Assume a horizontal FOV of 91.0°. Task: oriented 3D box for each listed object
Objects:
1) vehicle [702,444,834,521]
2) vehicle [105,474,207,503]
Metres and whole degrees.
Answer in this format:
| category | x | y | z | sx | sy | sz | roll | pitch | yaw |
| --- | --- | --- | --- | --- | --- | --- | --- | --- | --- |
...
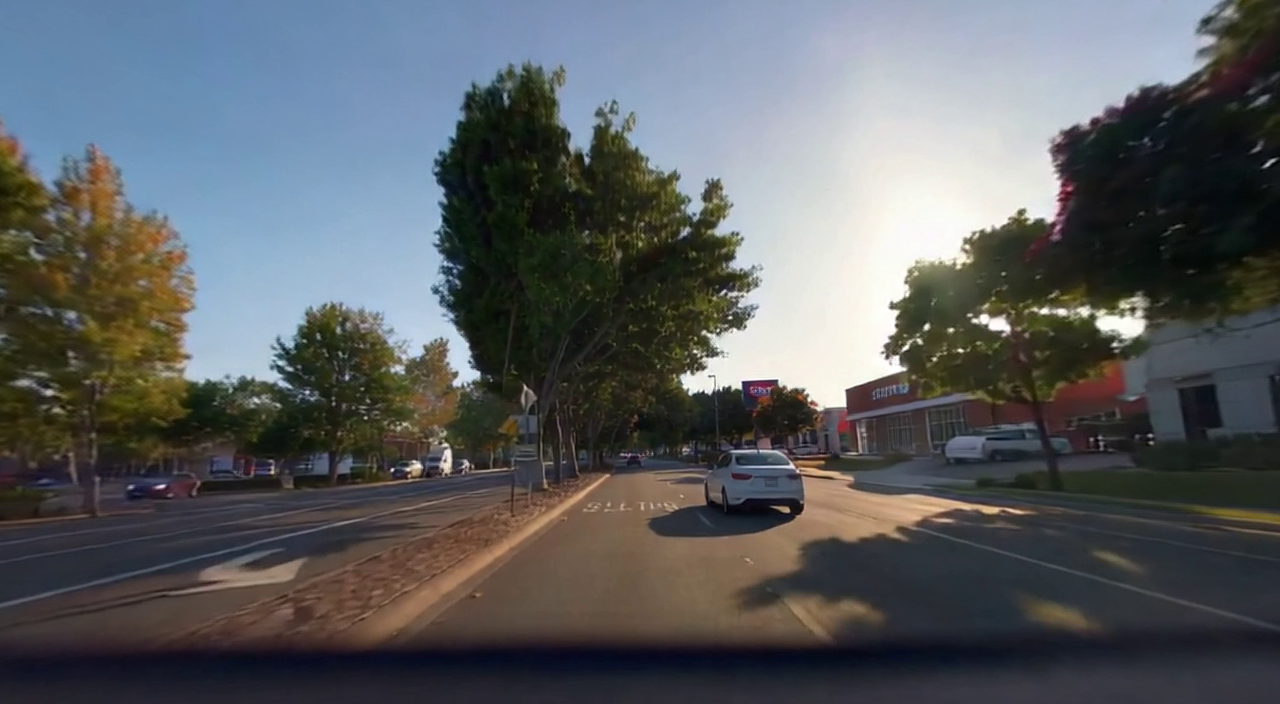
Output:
| category | x | y | z | sx | sy | sz | roll | pitch | yaw |
| --- | --- | --- | --- | --- | --- | --- | --- | --- | --- |
| vehicle | 2.780 | 2.988 | 14.853 | 2.015 | 1.479 | 4.444 | 0 | -10 | -2 |
| vehicle | -27.459 | 7.726 | 35.900 | 4.294 | 1.417 | 1.802 | 5 | -11 | -29 |
